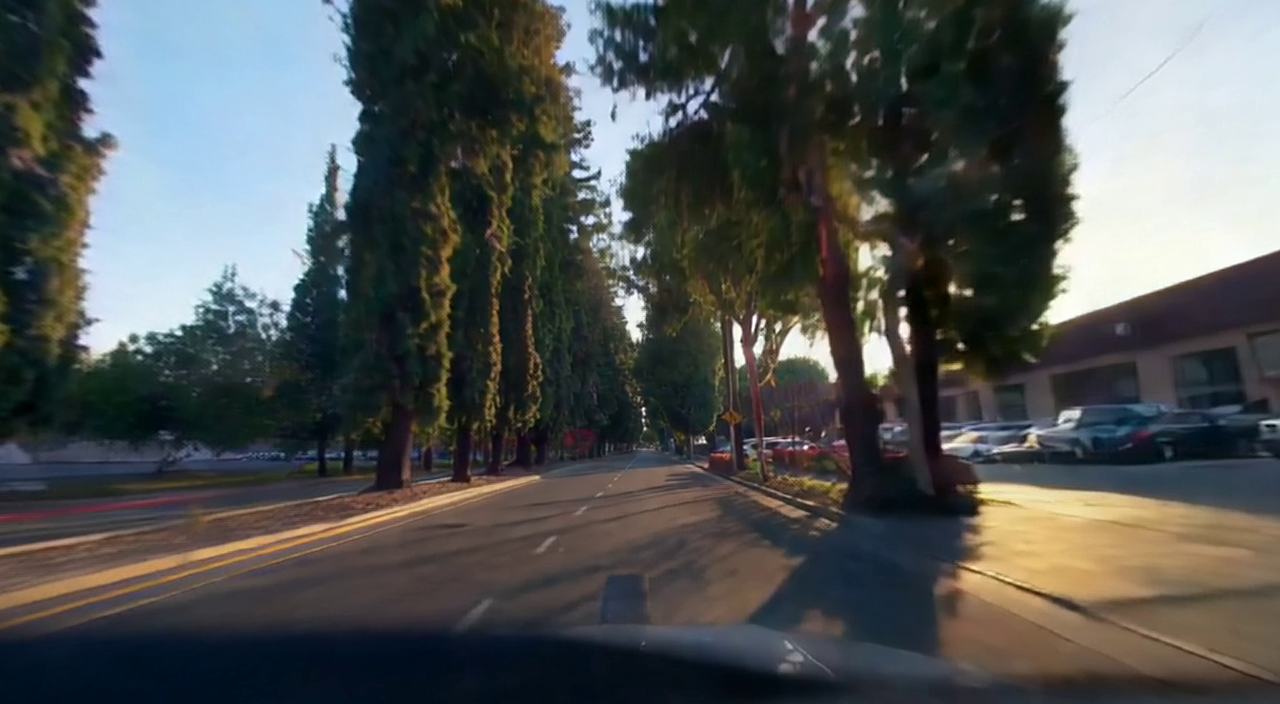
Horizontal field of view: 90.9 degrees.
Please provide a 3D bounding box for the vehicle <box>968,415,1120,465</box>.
[{"bbox_3d":[14.750,3.290,23.168,4.387,1.532,1.930,-9,-12,34],"label":"vehicle"}]

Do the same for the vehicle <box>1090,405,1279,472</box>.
[{"bbox_3d":[15.314,2.314,16.925,4.952,1.486,2.011,-9,-10,30],"label":"vehicle"}]

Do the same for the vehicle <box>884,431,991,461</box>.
[{"bbox_3d":[14.941,4.729,31.739,4.631,1.384,1.906,-5,-10,32],"label":"vehicle"}]

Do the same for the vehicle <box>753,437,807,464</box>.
[{"bbox_3d":[8.228,5.865,37.479,2.056,1.449,4.679,-1,-8,-1],"label":"vehicle"}]
